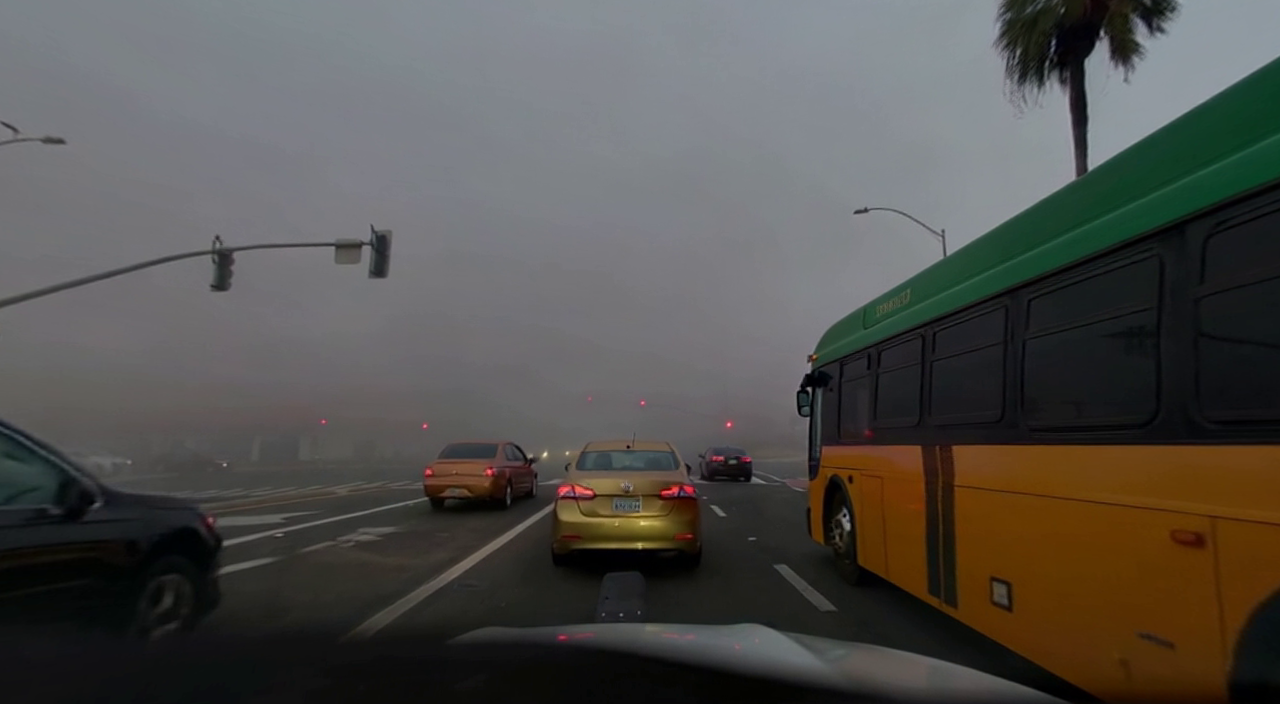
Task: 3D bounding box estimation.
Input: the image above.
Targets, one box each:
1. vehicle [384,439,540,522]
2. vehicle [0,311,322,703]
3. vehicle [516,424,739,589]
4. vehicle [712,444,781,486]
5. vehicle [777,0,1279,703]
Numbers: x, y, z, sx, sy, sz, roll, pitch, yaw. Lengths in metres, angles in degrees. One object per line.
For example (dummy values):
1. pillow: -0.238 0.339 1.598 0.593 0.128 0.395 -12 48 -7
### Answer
1. vehicle: -3.430 2.550 13.097 1.919 1.415 4.178 0 -9 2
2. vehicle: -3.531 0.734 2.188 2.145 1.824 4.974 0 -9 1
3. vehicle: -0.138 1.716 7.820 2.060 1.499 3.831 0 -9 -1
4. vehicle: 4.017 4.329 24.612 1.989 1.467 4.364 0 -9 1
5. vehicle: 3.612 -0.201 2.772 3.068 4.026 13.534 0 -9 0
